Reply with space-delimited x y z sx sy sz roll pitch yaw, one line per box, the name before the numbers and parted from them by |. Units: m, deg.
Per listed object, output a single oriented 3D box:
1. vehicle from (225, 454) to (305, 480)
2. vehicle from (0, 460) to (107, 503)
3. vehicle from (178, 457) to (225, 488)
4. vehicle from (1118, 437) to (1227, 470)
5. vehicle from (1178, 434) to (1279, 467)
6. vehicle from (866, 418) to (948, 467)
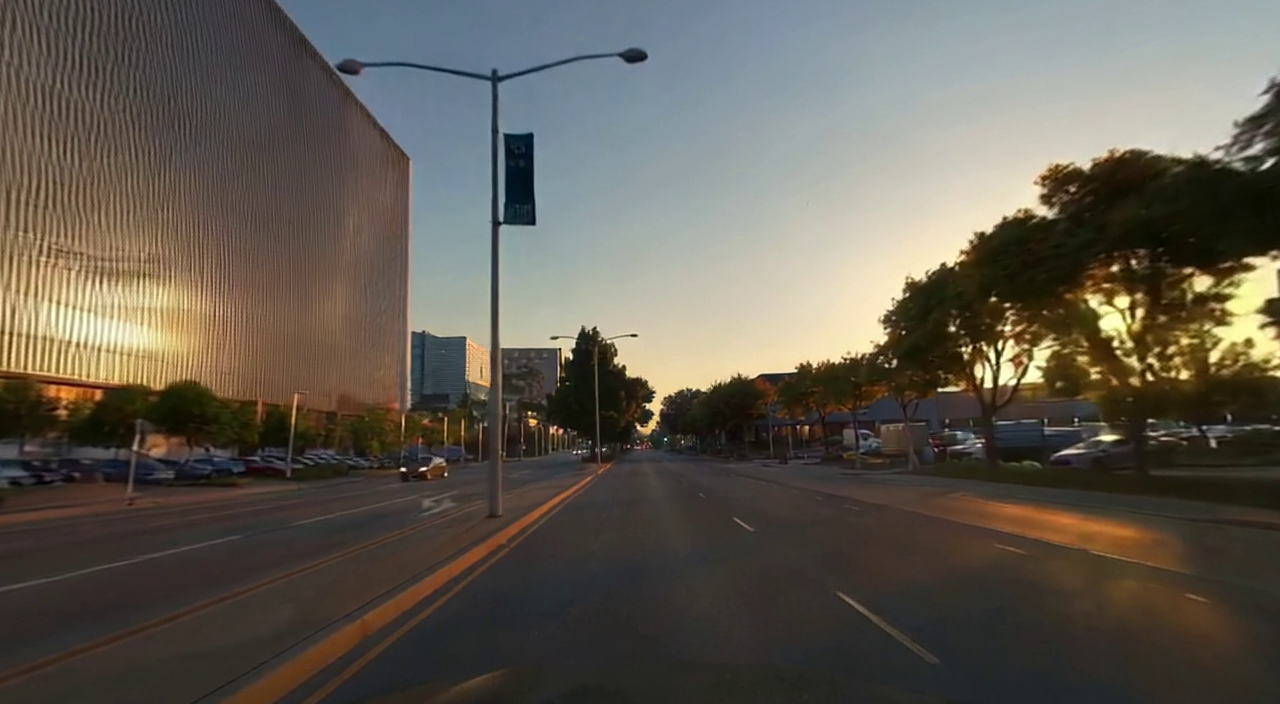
vehicle | -27.994 8.557 47.220 4.879 1.724 2.086 6 -10 -34
vehicle | -25.431 5.439 26.494 4.411 1.600 1.930 8 -15 -44
vehicle | -26.896 7.334 38.892 1.969 1.682 4.542 5 -10 -31
vehicle | 30.972 5.910 36.824 4.407 1.545 2.014 -4 -9 0
vehicle | 31.719 5.253 33.650 4.329 1.535 1.802 -3 -10 -2
vehicle | 19.183 6.765 46.057 2.630 3.176 8.459 0 -10 3
